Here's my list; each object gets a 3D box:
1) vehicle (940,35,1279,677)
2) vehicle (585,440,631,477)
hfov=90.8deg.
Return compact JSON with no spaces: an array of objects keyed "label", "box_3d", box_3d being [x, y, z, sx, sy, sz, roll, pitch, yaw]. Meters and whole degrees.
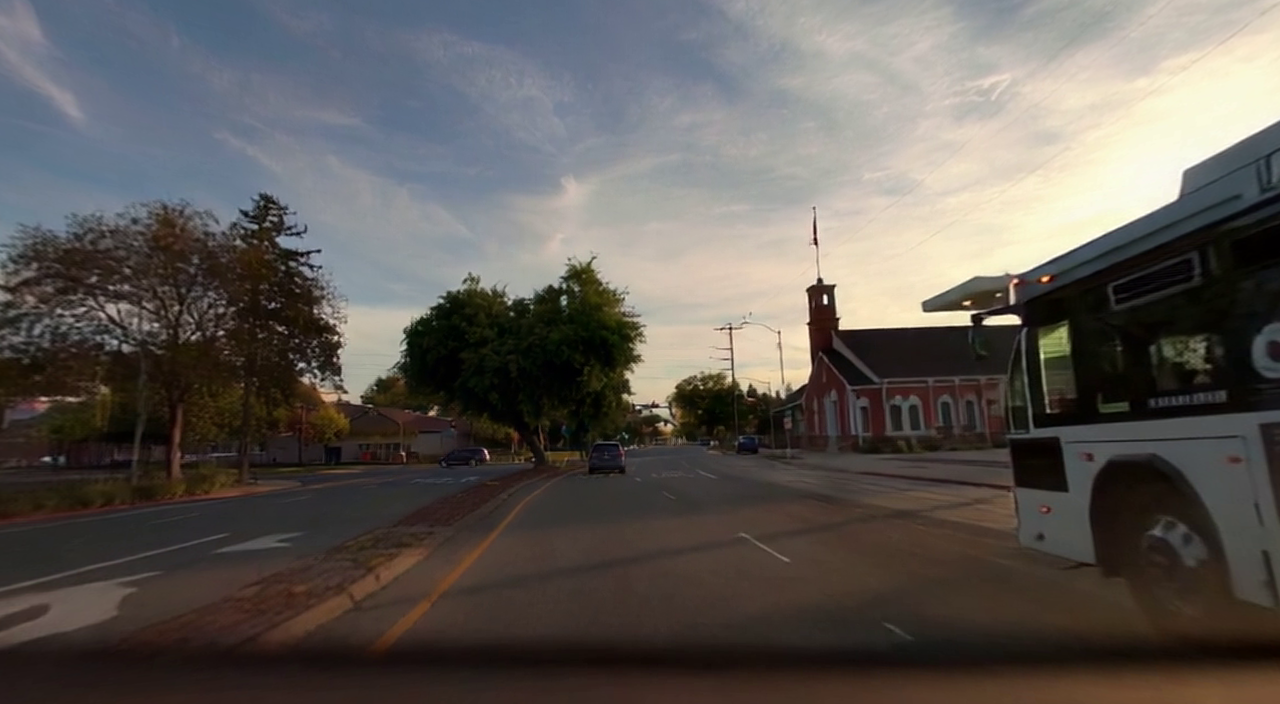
[{"label":"vehicle","box_3d":[4.838,-0.369,0.760,3.028,3.353,12.630,-1,-8,1]},{"label":"vehicle","box_3d":[-1.514,5.085,30.396,2.032,1.621,4.082,0,-8,-2]}]
